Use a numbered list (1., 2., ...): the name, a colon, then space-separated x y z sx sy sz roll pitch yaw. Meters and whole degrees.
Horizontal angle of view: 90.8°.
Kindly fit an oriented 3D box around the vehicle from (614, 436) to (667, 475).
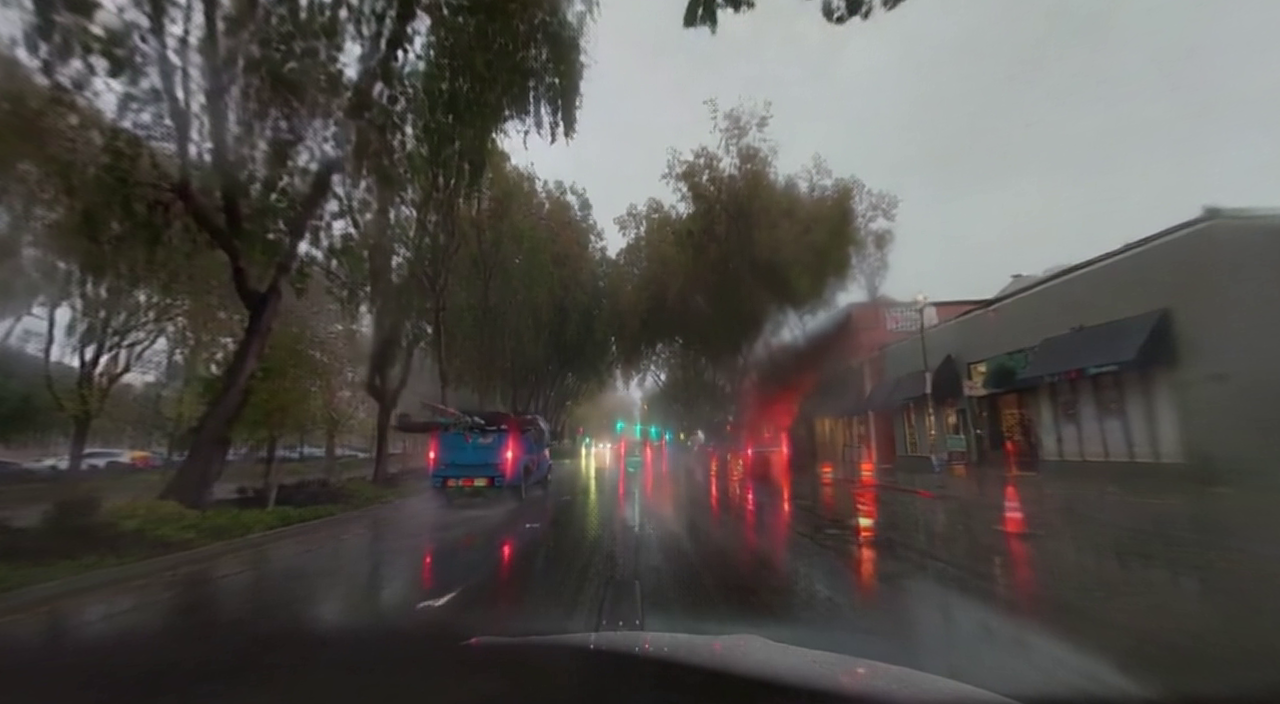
1. vehicle: -0.034 5.079 31.235 2.413 1.748 4.406 0 -8 -1

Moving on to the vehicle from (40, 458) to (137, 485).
1. vehicle: -34.824 7.522 40.090 1.876 1.470 4.711 0 -8 0

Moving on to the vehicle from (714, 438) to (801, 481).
1. vehicle: 4.739 4.397 26.237 2.082 1.601 4.451 1 -9 -10

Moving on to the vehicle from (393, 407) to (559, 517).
1. vehicle: -3.482 2.506 14.899 2.424 2.063 5.678 0 -8 0
